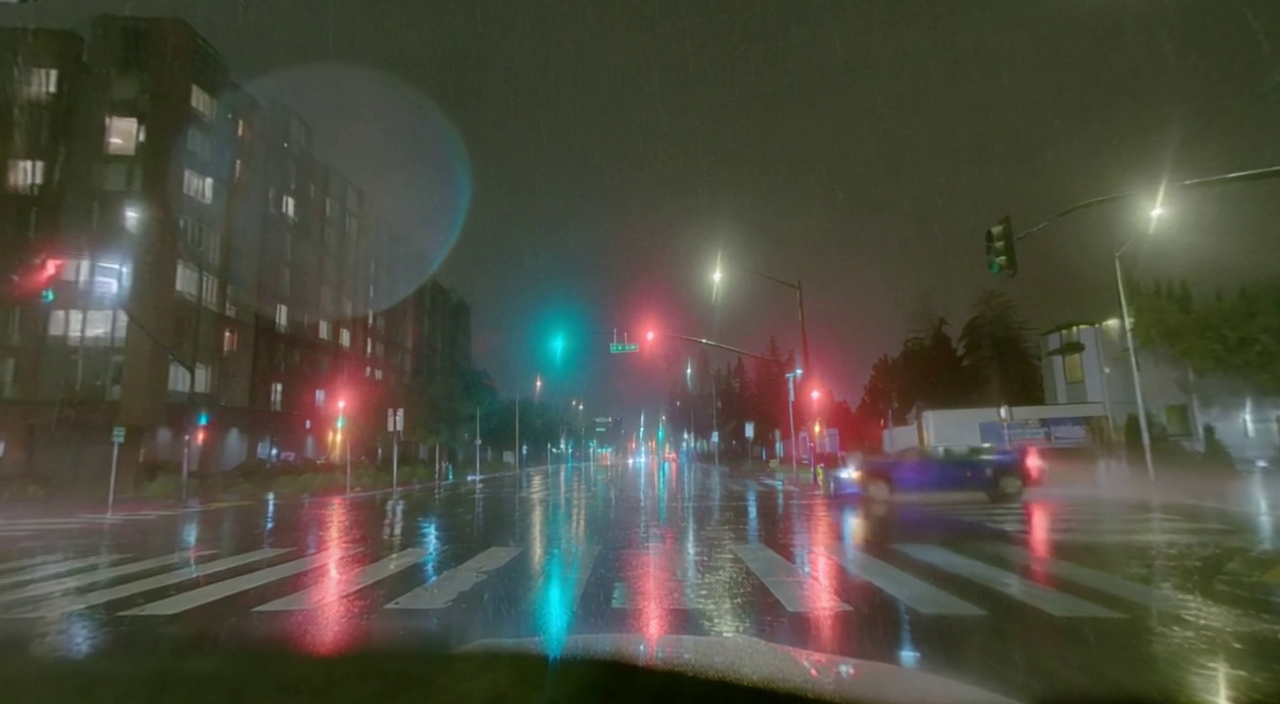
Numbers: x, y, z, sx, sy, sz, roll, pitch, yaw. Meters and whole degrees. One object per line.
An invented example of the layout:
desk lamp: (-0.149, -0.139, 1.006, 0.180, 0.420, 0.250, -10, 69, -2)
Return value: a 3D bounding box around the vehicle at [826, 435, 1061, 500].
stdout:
vehicle: (7.381, 2.849, 15.756, 4.847, 1.484, 1.926, 0, -8, 0)
